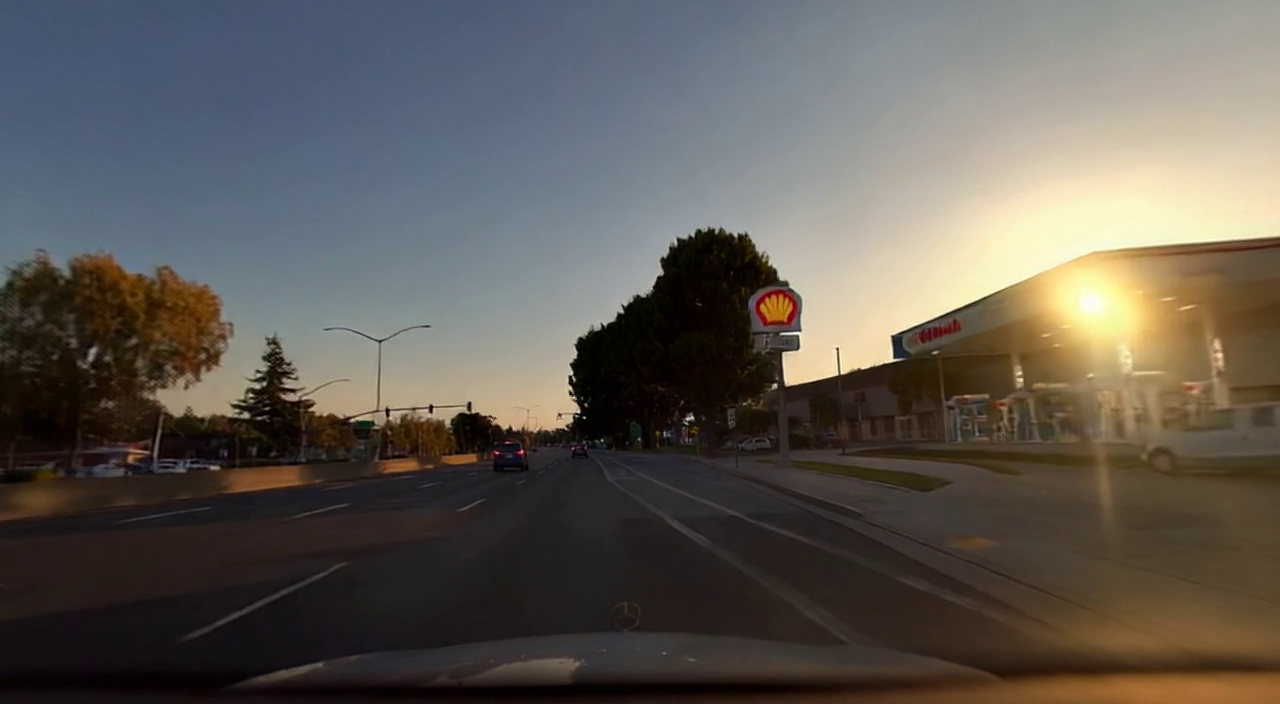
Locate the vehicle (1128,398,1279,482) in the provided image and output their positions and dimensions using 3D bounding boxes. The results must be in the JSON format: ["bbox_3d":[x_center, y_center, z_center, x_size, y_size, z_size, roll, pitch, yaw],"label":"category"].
[{"bbox_3d":[13.934,2.014,14.456,3.991,1.756,1.827,0,-9,-3],"label":"vehicle"}]

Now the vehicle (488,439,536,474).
[{"bbox_3d":[-6.998,5.755,34.954,1.985,1.772,4.479,0,-9,-3],"label":"vehicle"}]
